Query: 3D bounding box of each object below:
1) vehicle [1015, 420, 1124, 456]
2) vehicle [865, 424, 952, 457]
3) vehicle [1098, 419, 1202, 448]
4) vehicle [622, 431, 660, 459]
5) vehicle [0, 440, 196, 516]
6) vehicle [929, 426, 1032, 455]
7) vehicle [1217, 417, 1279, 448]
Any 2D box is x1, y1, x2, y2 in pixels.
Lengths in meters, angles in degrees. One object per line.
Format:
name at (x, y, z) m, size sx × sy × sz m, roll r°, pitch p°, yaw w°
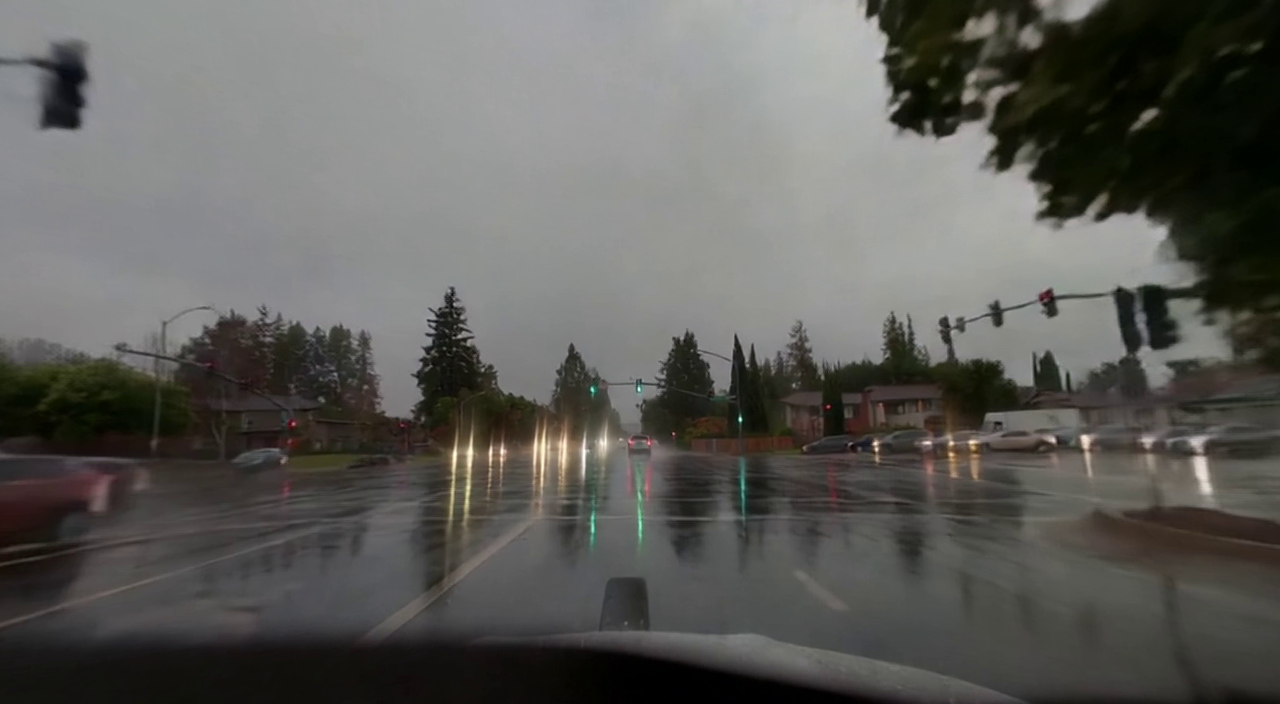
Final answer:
vehicle at (25.231, 5.060, 37.144) m, size 4.897 × 1.637 × 1.895 m, roll -5°, pitch -8°, yaw 1°
vehicle at (17.366, 5.732, 40.887) m, size 4.554 × 1.704 × 2.121 m, roll -6°, pitch -7°, yaw 1°
vehicle at (35.102, 5.622, 43.496) m, size 5.343 × 1.946 × 2.031 m, roll 0°, pitch -8°, yaw 1°
vehicle at (0.070, 6.221, 42.169) m, size 2.437 × 1.737 × 4.420 m, roll 0°, pitch -8°, yaw 0°
vehicle at (-14.972, 3.306, 17.290) m, size 2.138 × 1.761 × 4.611 m, roll 0°, pitch -8°, yaw 1°
vehicle at (18.475, 4.823, 34.352) m, size 4.474 × 1.482 × 1.937 m, roll 0°, pitch -8°, yaw 1°
vehicle at (34.482, 4.355, 34.001) m, size 4.586 × 1.634 × 2.107 m, roll 0°, pitch -8°, yaw 1°
